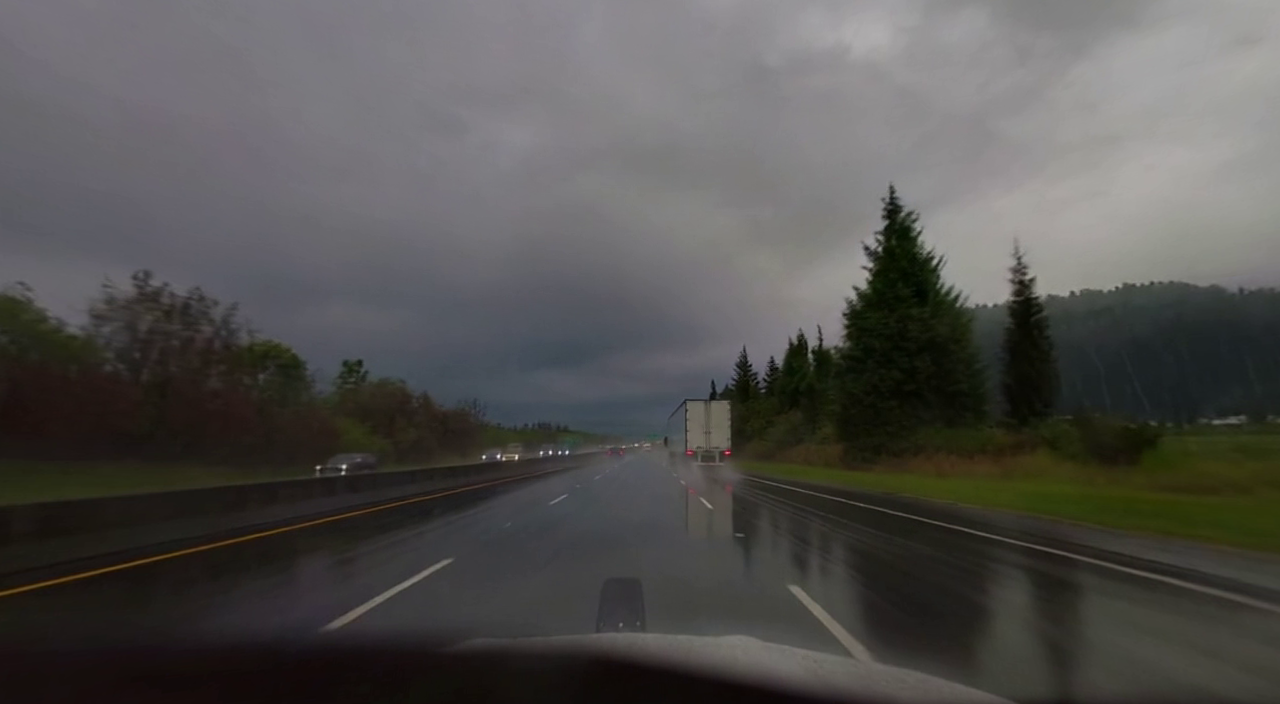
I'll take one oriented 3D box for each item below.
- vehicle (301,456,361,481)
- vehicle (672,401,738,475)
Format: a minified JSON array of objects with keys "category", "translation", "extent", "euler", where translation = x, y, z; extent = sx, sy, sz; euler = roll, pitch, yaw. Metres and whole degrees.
[{"category":"vehicle","translation":[-20.039,7.557,41.108],"extent":[1.787,1.474,4.070],"euler":[0,-9,2]},{"category":"vehicle","translation":[3.898,5.839,41.680],"extent":[2.901,4.032,14.338],"euler":[0,-9,0]}]
